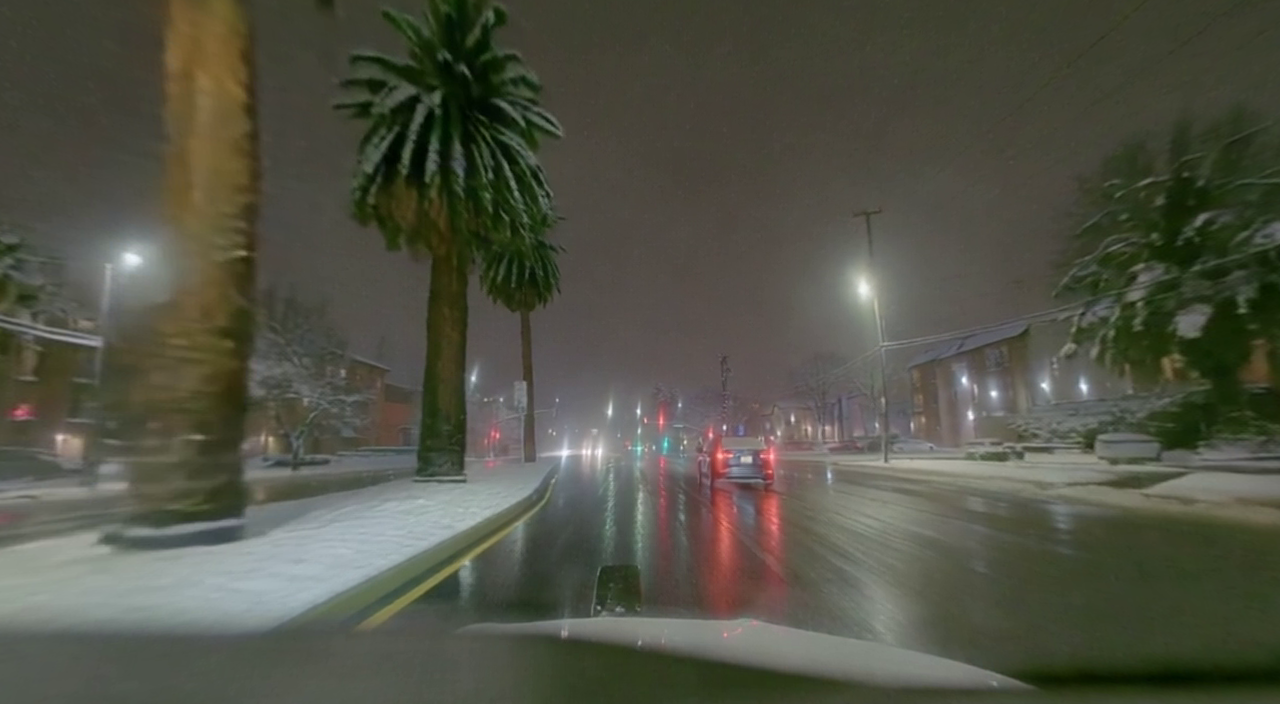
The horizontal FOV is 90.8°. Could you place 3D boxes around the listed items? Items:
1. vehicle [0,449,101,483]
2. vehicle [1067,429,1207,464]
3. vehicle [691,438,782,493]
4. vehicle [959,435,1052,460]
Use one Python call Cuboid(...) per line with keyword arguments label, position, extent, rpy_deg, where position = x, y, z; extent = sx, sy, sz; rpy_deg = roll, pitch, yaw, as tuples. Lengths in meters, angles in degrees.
Cuboid(label="vehicle", position=(-30.759, 5.767, 32.390), extent=(1.933, 1.586, 4.594), rpy_deg=(-1, -8, 4))
Cuboid(label="vehicle", position=(22.480, 4.277, 28.692), extent=(4.633, 1.518, 2.008), rpy_deg=(0, -8, -1))
Cuboid(label="vehicle", position=(2.768, 3.369, 19.179), extent=(1.964, 1.448, 4.295), rpy_deg=(0, -8, -2))
Cuboid(label="vehicle", position=(22.148, 5.778, 38.366), extent=(4.472, 1.451, 1.842), rpy_deg=(0, -8, -1))
